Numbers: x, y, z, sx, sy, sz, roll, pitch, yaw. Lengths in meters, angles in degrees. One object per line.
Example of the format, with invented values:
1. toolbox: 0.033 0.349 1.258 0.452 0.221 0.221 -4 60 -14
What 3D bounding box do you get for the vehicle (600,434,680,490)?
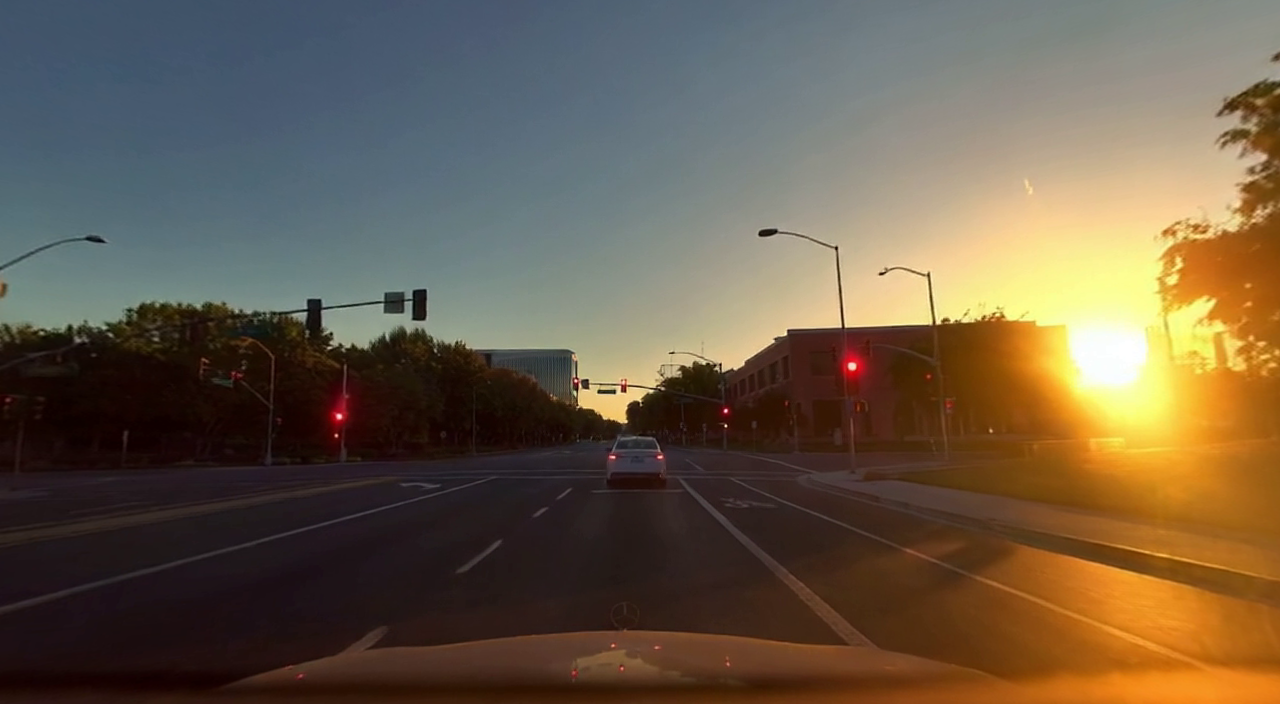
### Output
1. vehicle: -0.037 3.222 18.764 2.107 1.470 3.974 0 -9 -1
